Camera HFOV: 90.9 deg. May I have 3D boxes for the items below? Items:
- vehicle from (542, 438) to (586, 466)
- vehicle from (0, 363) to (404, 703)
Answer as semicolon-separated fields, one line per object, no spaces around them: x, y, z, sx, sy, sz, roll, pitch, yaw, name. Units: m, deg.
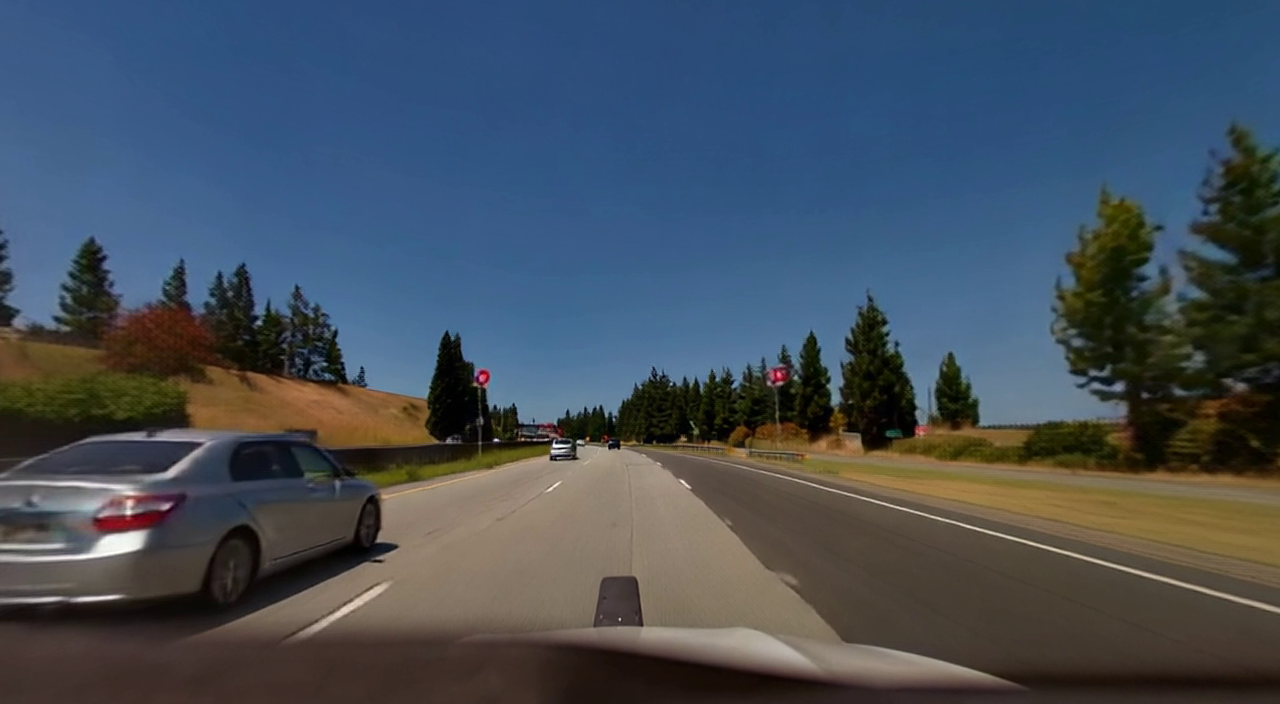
-3.879;5.192;32.905;1.874;1.369;3.875;0;-8;-1;vehicle
-3.677;1.141;4.677;2.047;1.612;4.631;0;-8;0;vehicle
